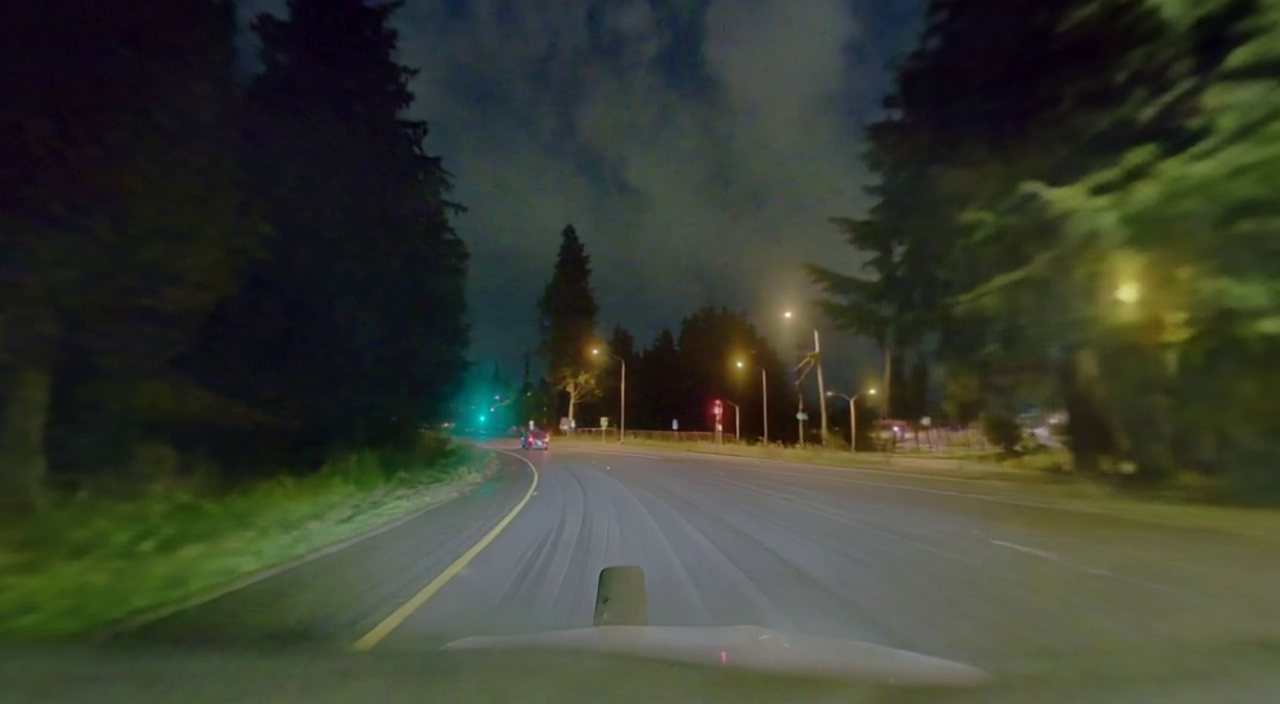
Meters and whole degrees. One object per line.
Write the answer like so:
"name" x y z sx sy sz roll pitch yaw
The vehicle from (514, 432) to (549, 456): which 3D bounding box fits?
"vehicle" -8.339 7.006 47.999 1.947 1.729 4.051 3 -9 -19
